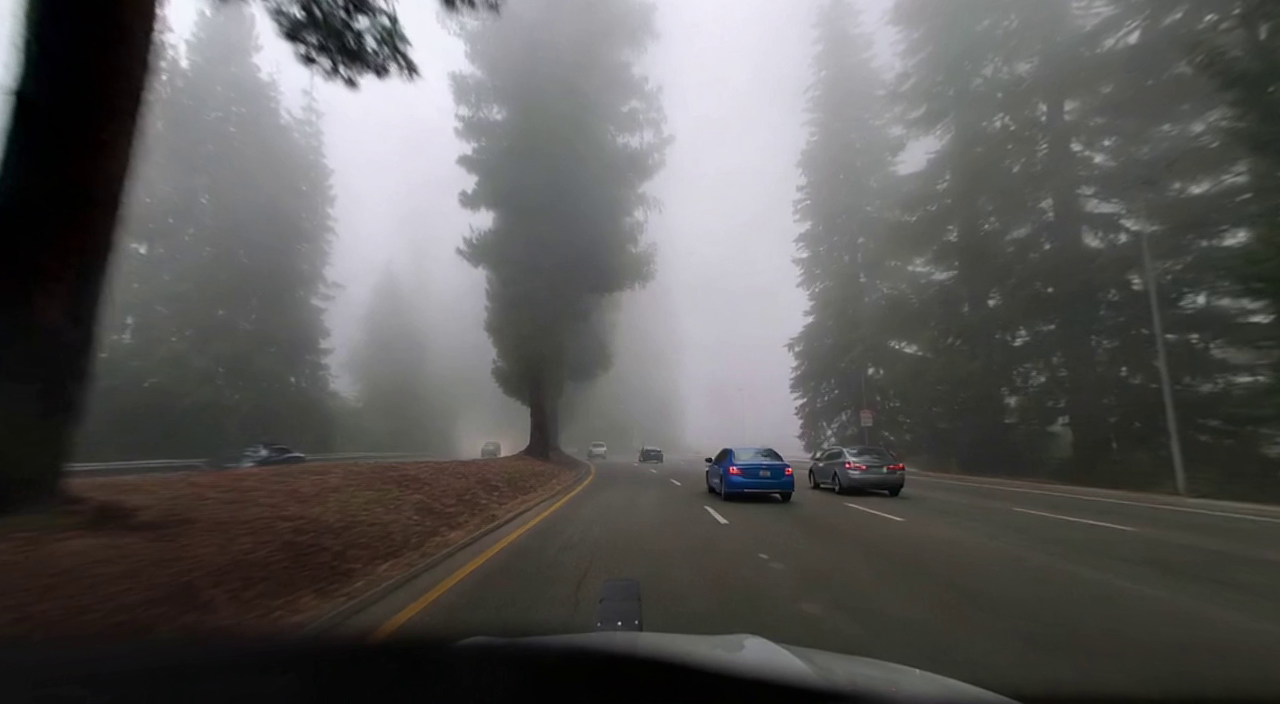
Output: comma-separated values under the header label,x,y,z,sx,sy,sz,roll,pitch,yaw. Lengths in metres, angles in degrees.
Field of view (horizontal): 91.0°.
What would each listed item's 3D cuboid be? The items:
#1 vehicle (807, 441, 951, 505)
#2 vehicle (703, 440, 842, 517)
label,x,y,z,sx,sy,sz,roll,pitch,yaw
vehicle,6.145,3.141,16.852,1.901,1.474,4.363,1,-9,-4
vehicle,2.807,2.779,14.385,2.077,1.464,4.134,0,-8,-3
